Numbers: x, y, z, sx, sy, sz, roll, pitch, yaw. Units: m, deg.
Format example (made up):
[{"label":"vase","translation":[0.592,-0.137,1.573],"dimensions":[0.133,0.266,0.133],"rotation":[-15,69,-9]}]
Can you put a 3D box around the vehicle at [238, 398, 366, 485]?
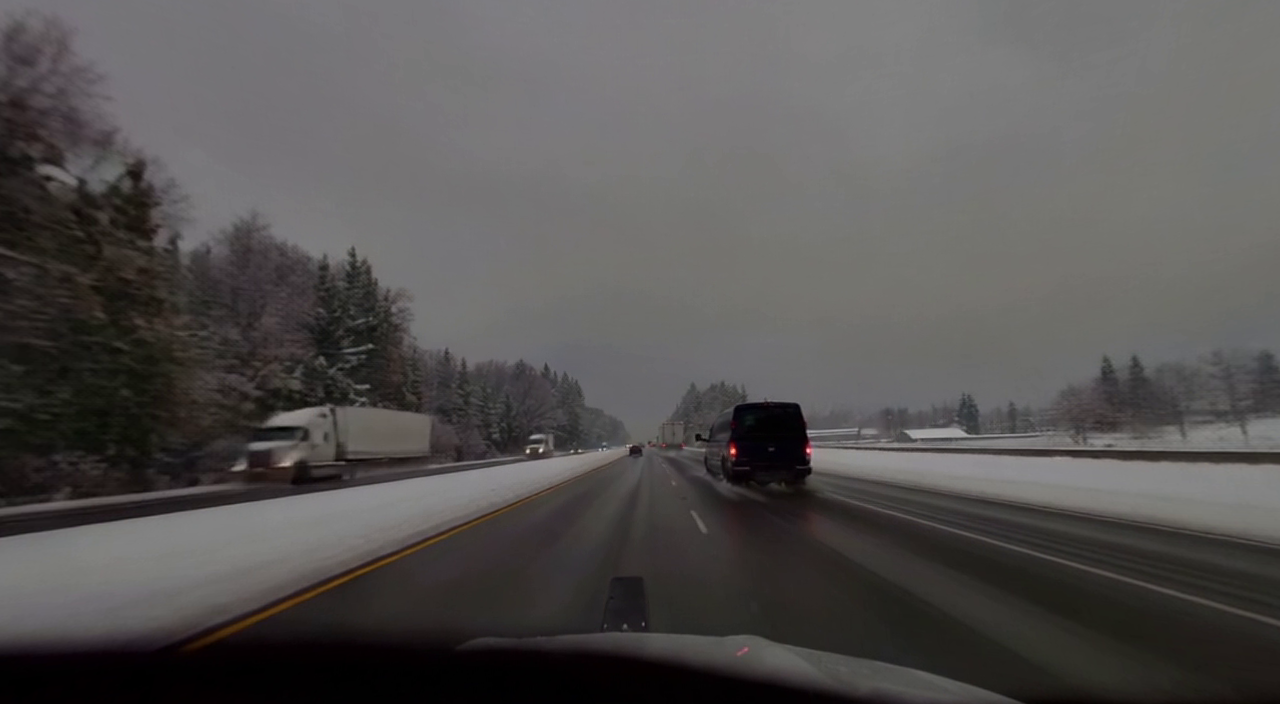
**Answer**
[{"label":"vehicle","translation":[-16.749,4.517,31.771],"dimensions":[2.976,3.946,5.951],"rotation":[0,-8,1]}]

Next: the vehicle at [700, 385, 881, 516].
[{"label":"vehicle","translation":[3.120,2.300,15.016],"dimensions":[2.677,2.439,6.402],"rotation":[0,-8,0]}]
